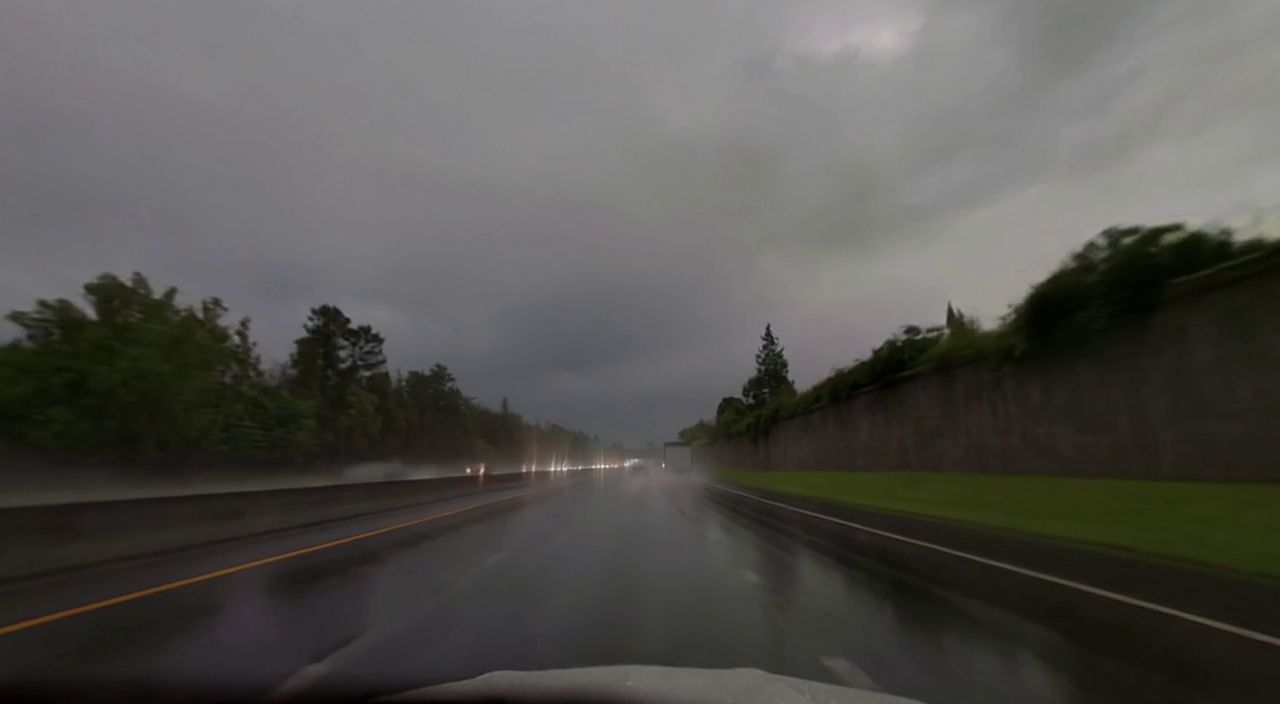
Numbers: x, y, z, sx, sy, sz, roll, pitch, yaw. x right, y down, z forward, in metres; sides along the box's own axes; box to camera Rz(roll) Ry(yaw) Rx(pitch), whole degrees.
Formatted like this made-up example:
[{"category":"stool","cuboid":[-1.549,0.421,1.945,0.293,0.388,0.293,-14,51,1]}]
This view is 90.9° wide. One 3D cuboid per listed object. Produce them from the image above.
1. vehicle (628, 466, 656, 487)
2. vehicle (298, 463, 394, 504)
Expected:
[{"category":"vehicle","cuboid":[0.151,9.414,47.761,2.015,1.478,3.920,1,-10,0]},{"category":"vehicle","cuboid":[-11.748,5.282,25.483,1.857,1.468,4.119,1,-10,0]}]
